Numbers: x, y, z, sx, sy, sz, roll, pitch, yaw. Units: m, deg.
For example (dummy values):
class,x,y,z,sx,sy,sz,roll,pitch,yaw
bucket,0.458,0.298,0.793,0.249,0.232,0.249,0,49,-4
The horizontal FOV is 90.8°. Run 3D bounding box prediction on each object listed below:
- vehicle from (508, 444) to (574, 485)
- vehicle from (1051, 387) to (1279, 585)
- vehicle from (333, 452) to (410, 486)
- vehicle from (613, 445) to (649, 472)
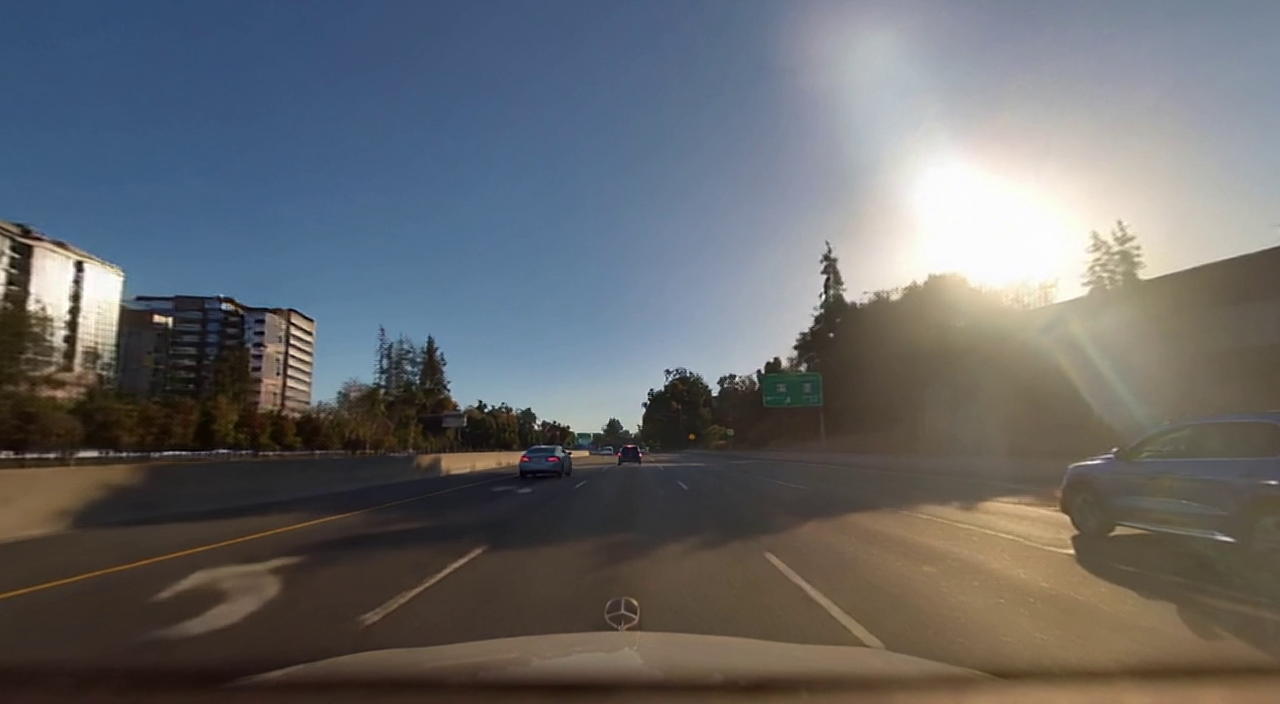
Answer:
class,x,y,z,sx,sy,sz,roll,pitch,yaw
vehicle,-3.863,4.452,25.361,1.886,1.465,4.625,-1,-9,0
vehicle,6.921,1.344,6.575,2.028,1.801,4.741,0,-9,0
vehicle,-14.265,6.206,33.915,1.986,1.659,4.769,-1,-9,0
vehicle,-0.549,6.325,37.619,1.997,1.485,4.094,0,-9,-1
